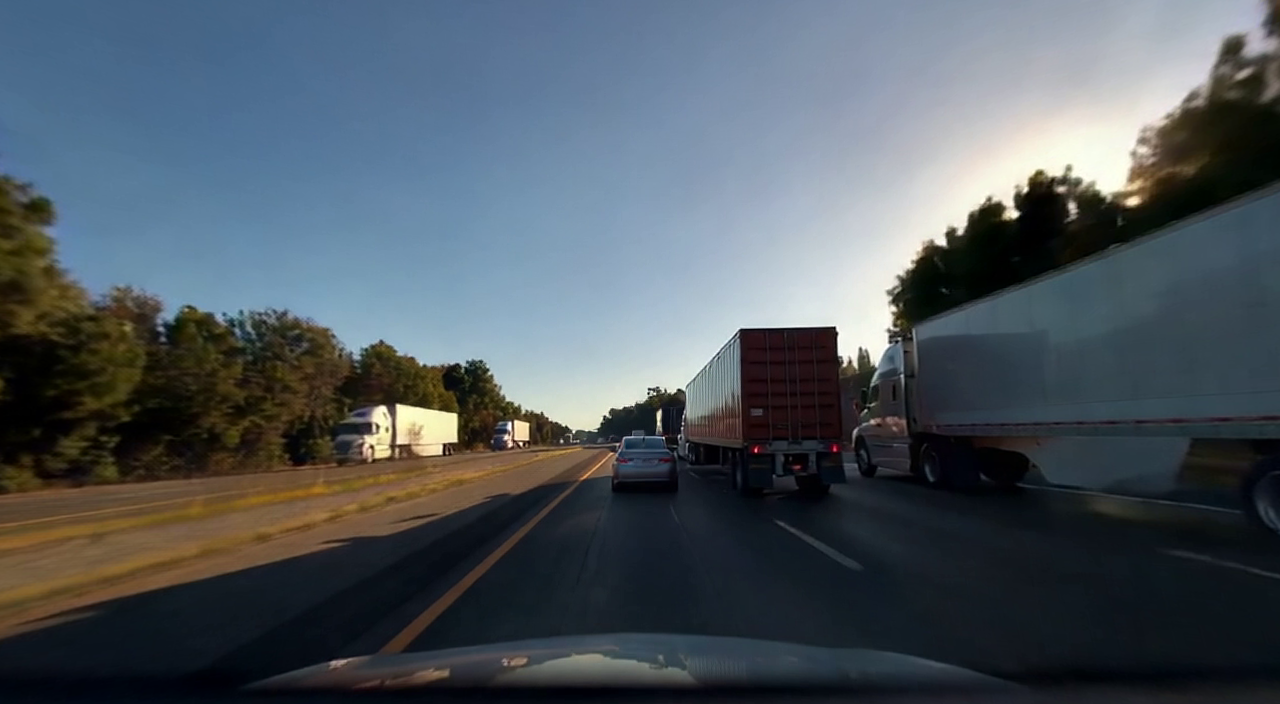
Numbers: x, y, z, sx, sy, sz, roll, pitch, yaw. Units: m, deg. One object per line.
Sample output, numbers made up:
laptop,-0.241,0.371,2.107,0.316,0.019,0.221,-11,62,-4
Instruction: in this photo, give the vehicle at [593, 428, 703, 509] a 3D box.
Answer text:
vehicle,0.099,2.412,13.614,2.038,1.477,3.773,0,-8,-1

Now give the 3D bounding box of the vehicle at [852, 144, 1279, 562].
vehicle,8.120,0.706,11.801,3.110,4.308,14.260,0,-8,-1

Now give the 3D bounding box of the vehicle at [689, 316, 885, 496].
vehicle,3.887,2.131,21.462,2.888,4.099,14.183,0,-8,-2

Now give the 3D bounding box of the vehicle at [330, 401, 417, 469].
vehicle,-17.011,5.359,40.747,2.962,4.015,5.938,0,-8,-1
